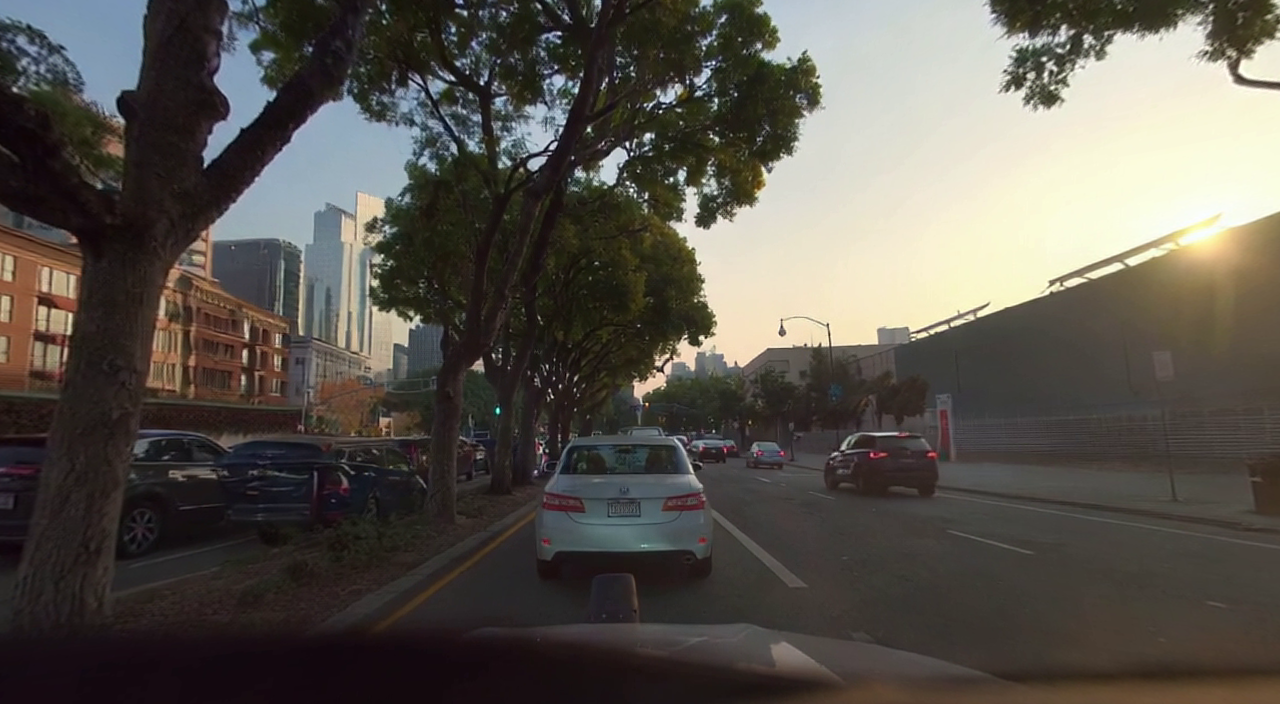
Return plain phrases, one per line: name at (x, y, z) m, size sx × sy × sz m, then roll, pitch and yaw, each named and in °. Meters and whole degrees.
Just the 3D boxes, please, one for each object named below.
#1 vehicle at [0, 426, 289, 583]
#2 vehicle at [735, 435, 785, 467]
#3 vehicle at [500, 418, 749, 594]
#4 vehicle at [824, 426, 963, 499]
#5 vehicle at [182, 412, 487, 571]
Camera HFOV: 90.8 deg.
vehicle at (-6.940, 1.825, 8.439) m, size 1.860 × 1.491 × 4.586 m, roll 0°, pitch -9°, yaw 0°
vehicle at (6.637, 5.526, 35.357) m, size 1.889 × 1.681 × 4.120 m, roll 0°, pitch -9°, yaw -1°
vehicle at (-0.165, 1.651, 7.649) m, size 2.161 × 1.501 × 4.184 m, roll 0°, pitch -9°, yaw -1°
vehicle at (6.372, 2.832, 16.482) m, size 1.895 × 1.633 × 4.030 m, roll 0°, pitch -9°, yaw -1°
vehicle at (-3.710, 1.779, 8.800) m, size 2.009 × 1.619 × 4.376 m, roll 0°, pitch -9°, yaw 1°
